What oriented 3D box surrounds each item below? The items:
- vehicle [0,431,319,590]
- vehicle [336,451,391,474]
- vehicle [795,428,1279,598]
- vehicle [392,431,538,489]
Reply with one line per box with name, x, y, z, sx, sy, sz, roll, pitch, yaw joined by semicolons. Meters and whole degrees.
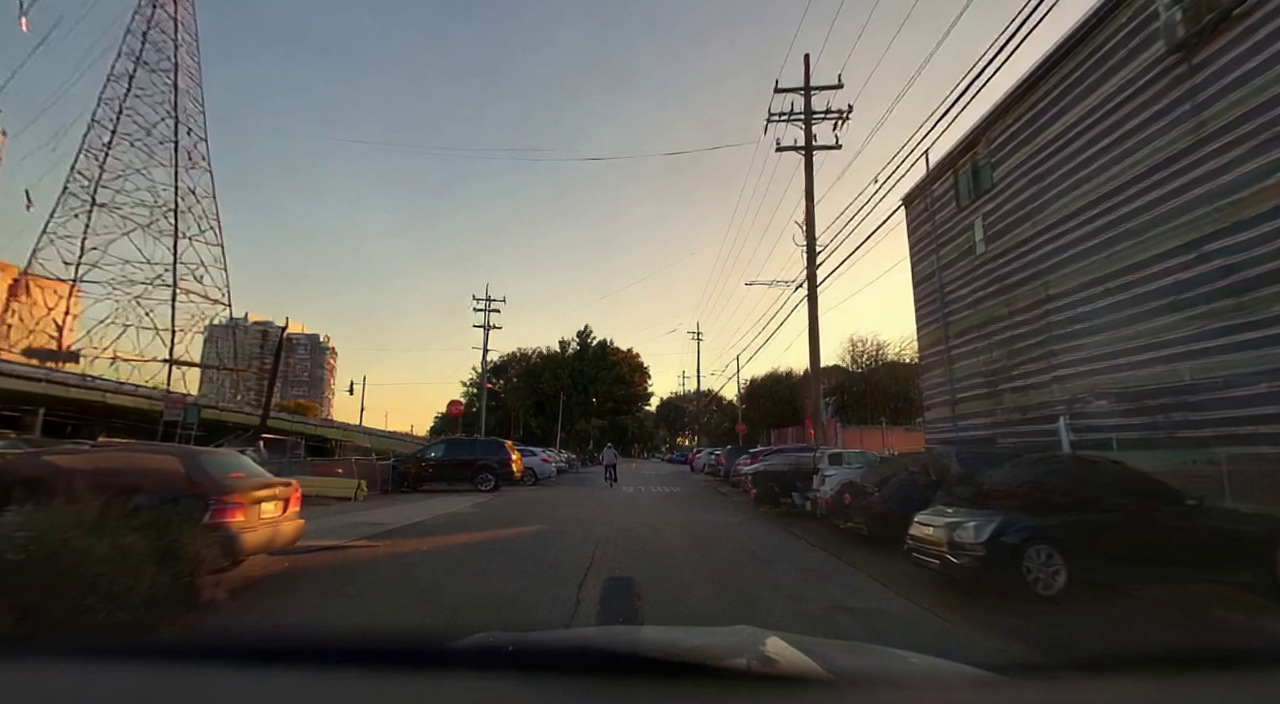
vehicle;-6.704;1.751;7.502;4.672;1.474;1.859;3;-11;1
vehicle;-19.182;7.683;44.062;1.834;1.459;4.181;0;-9;2
vehicle;4.962;1.727;7.289;5.762;1.626;2.184;0;-9;1
vehicle;-6.335;3.977;23.337;4.727;1.976;1.970;0;-10;1
